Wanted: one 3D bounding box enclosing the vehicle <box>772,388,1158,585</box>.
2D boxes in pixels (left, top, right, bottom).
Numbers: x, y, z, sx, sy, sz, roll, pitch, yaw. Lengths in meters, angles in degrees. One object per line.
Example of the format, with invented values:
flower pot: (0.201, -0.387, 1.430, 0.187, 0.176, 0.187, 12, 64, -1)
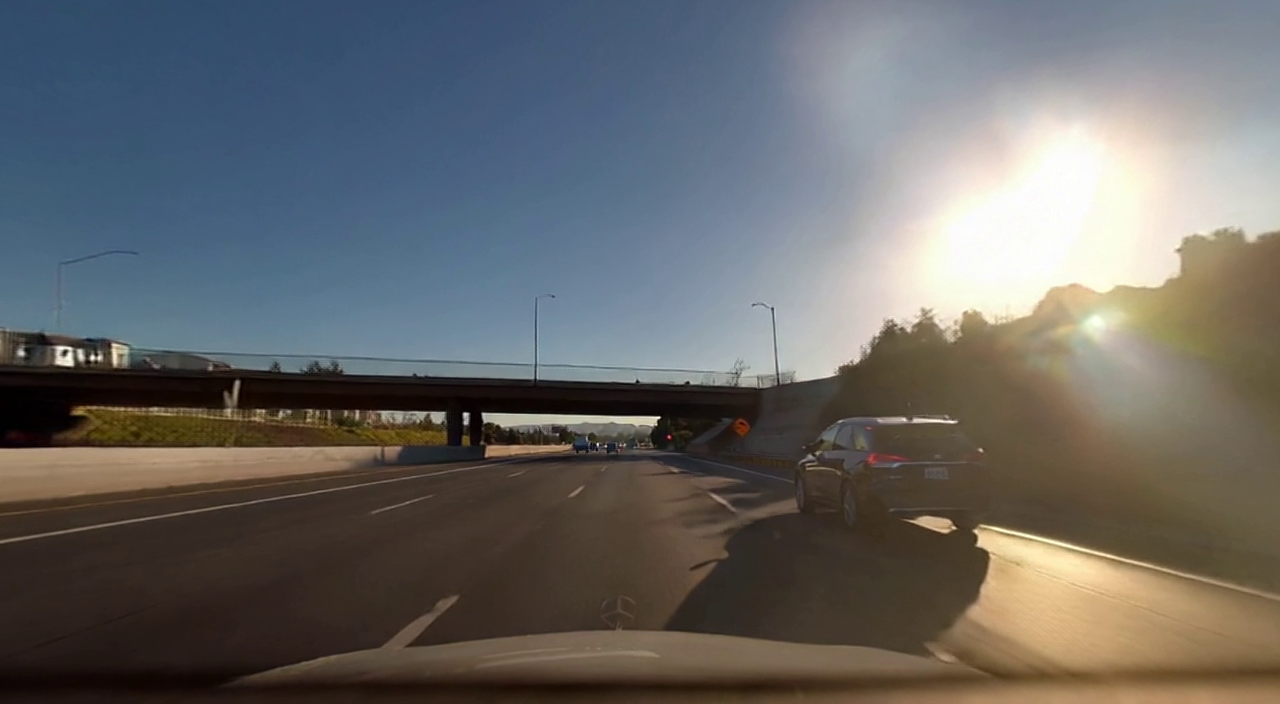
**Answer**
vehicle: (3.460, 1.582, 8.266, 2.212, 1.753, 5.064, 0, -9, -2)
